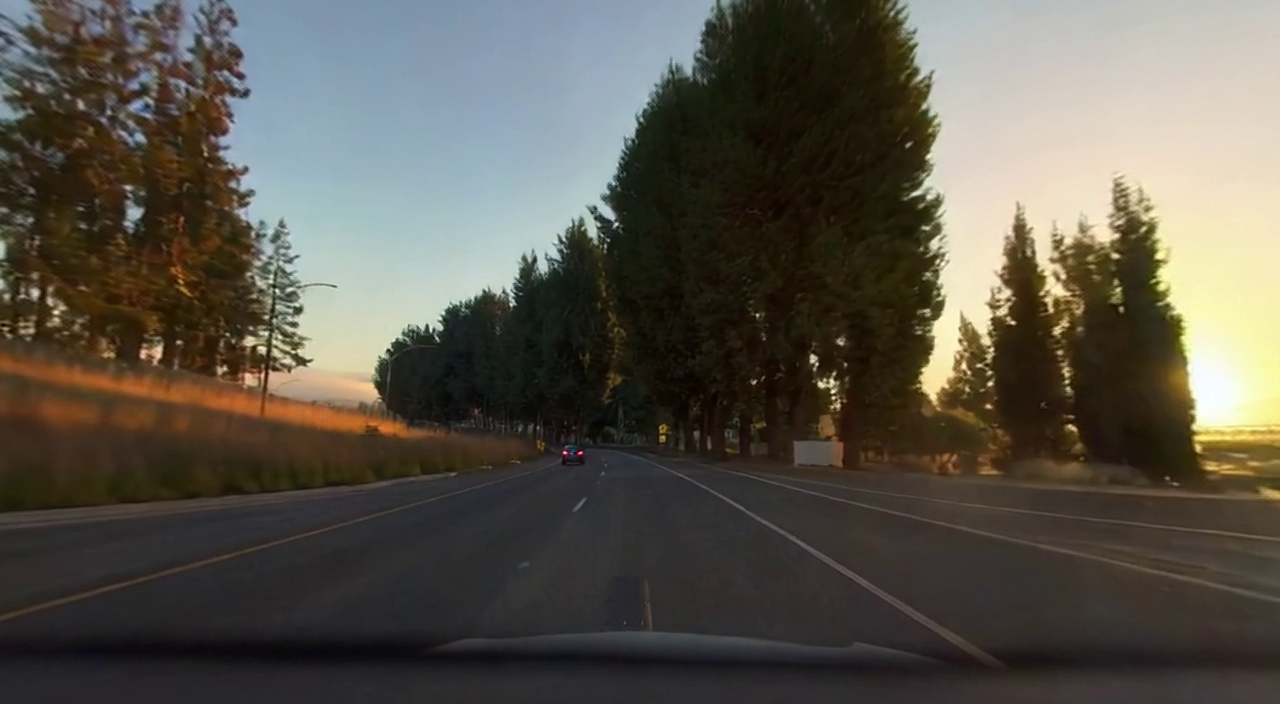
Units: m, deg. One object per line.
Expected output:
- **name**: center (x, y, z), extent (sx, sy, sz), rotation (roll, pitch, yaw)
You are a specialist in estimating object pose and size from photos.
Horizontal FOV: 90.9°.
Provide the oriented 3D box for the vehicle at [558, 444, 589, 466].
- **vehicle**: center (-4.738, 7.420, 45.588), extent (1.968, 1.503, 4.443), rotation (0, -8, -3)
